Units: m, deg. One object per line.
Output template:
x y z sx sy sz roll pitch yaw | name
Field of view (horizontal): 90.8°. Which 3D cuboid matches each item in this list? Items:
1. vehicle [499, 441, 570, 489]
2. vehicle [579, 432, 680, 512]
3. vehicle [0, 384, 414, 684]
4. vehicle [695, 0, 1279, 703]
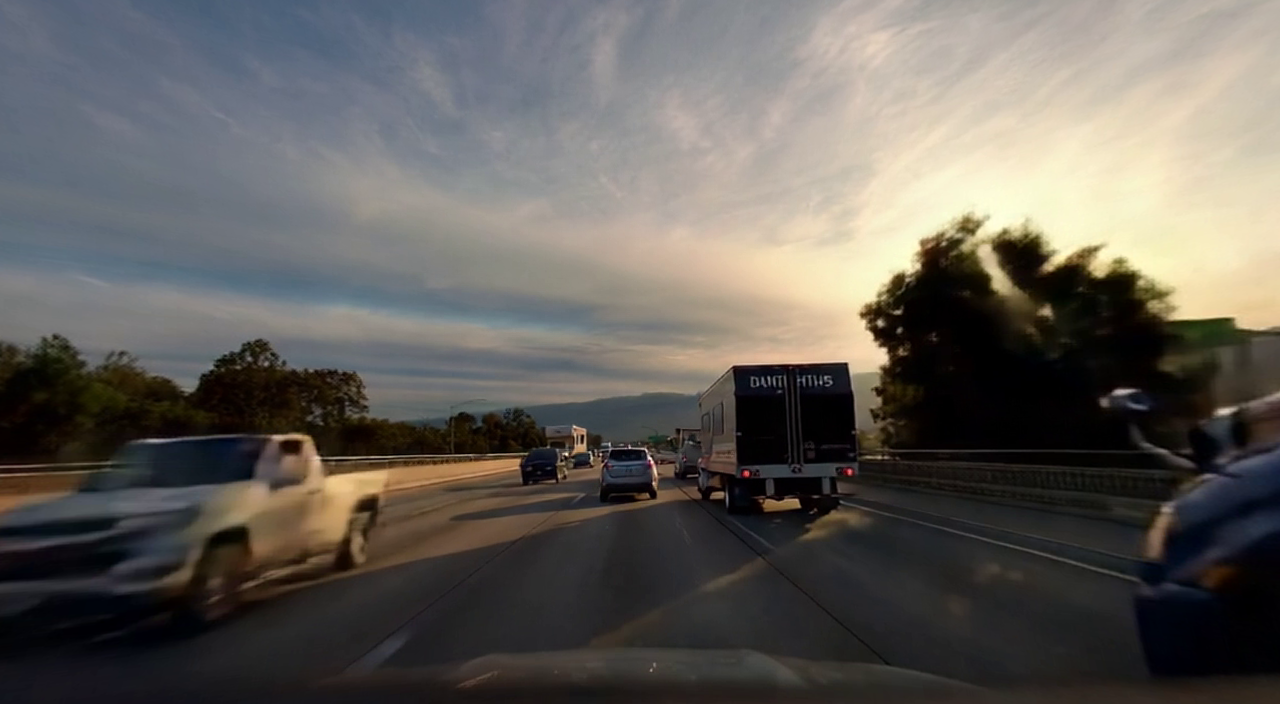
-4.048 4.409 24.914 2.074 1.717 4.089 0 -9 1 | vehicle
-0.258 2.960 15.970 2.201 1.719 4.058 0 -9 -1 | vehicle
-3.908 1.383 5.859 1.986 1.733 4.209 0 -9 1 | vehicle
2.973 0.597 8.792 2.934 4.123 15.785 0 -9 0 | vehicle
